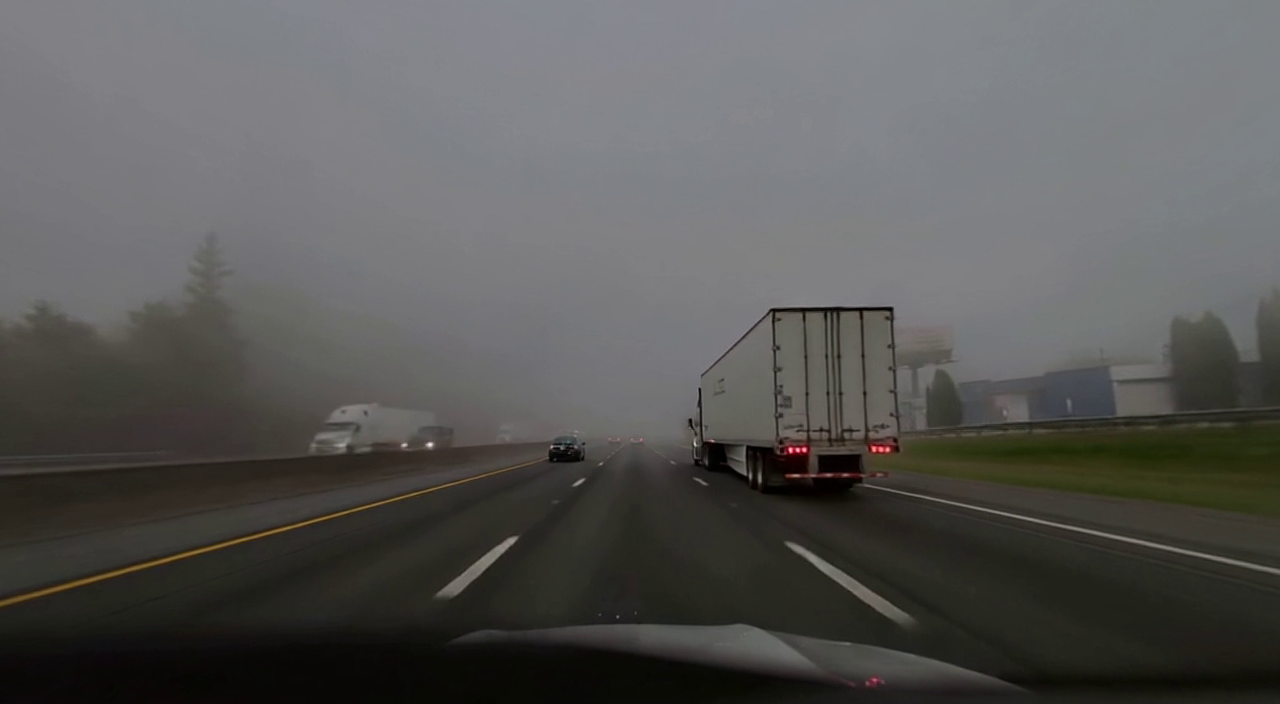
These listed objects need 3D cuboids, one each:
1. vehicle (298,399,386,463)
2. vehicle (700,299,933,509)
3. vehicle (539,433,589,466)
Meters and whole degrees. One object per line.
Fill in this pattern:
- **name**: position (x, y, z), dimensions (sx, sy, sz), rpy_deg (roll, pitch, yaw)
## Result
- **vehicle**: position (-20.226, 5.440, 43.203), dimensions (2.922, 4.023, 6.171), rpy_deg (0, -8, 0)
- **vehicle**: position (3.705, 1.651, 17.081), dimensions (2.871, 3.815, 11.331), rpy_deg (0, -8, -1)
- **vehicle**: position (-3.563, 4.626, 30.153), dimensions (1.930, 1.484, 3.849), rpy_deg (0, -8, -1)
